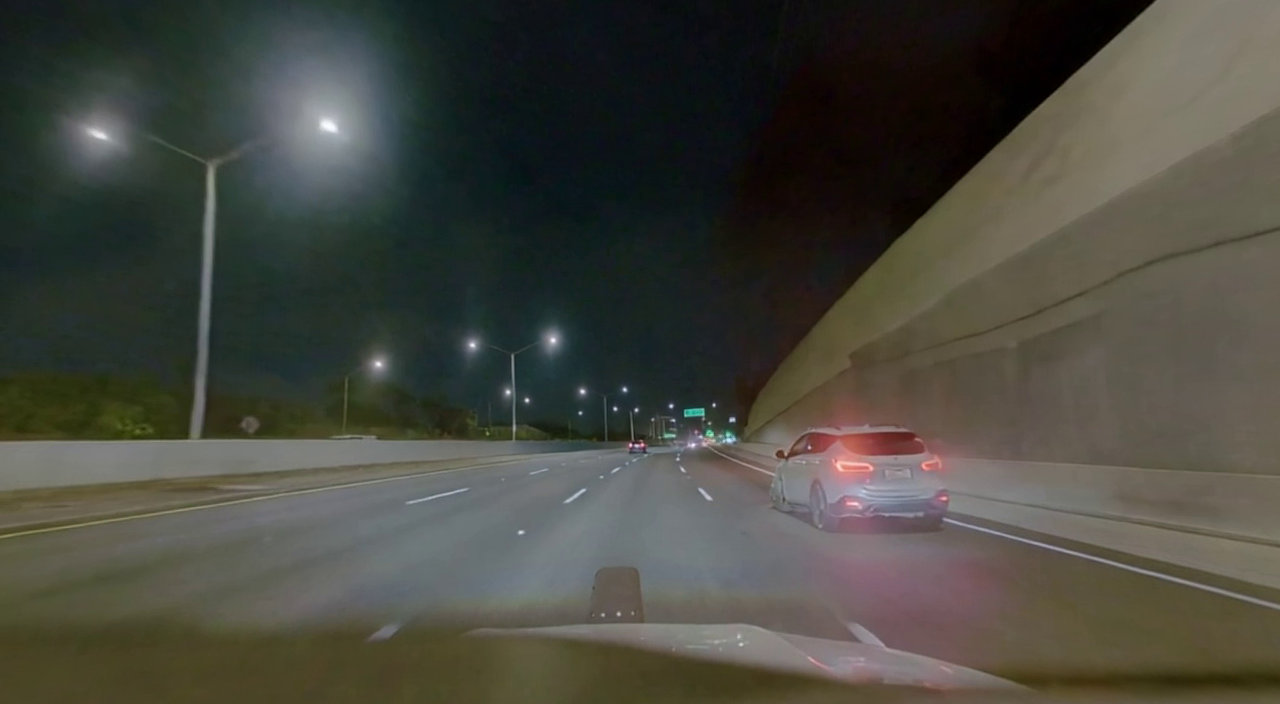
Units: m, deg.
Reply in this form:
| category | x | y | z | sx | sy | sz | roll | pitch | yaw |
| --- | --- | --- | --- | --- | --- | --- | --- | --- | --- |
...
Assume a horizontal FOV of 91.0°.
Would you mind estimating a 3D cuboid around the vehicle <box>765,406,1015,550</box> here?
| category | x | y | z | sx | sy | sz | roll | pitch | yaw |
| --- | --- | --- | --- | --- | --- | --- | --- | --- | --- |
| vehicle | 3.448 | 1.838 | 9.778 | 2.090 | 1.715 | 4.228 | 0 | -8 | 0 |
